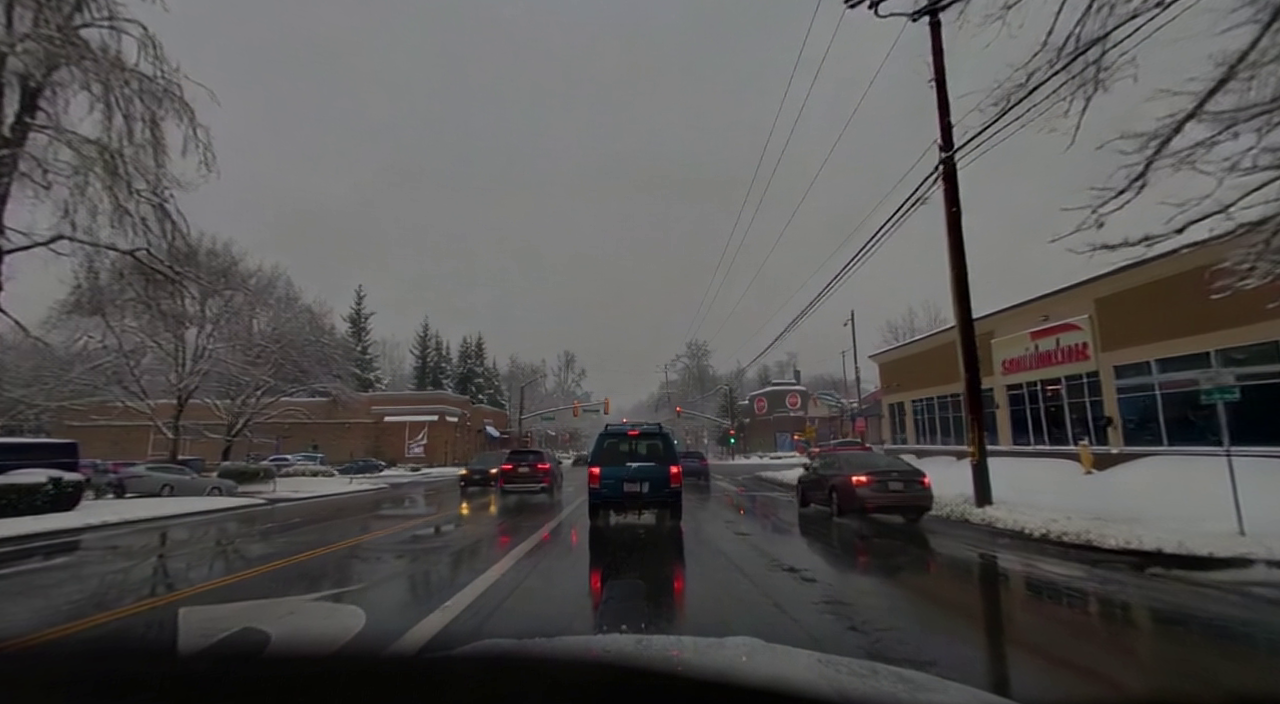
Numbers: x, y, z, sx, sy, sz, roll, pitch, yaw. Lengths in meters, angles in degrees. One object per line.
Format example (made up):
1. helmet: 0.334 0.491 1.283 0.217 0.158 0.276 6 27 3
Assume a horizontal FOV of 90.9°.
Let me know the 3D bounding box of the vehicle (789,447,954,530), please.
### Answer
1. vehicle: 5.048 3.008 14.653 1.994 1.545 4.919 0 -8 1

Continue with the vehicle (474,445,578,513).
1. vehicle: -2.940 3.361 17.293 1.975 1.570 4.456 0 -8 1

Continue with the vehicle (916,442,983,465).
1. vehicle: 21.517 7.045 43.973 1.889 1.496 4.092 2 -9 -15

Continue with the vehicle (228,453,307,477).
1. vehicle: -27.301 8.280 46.299 4.458 1.608 2.051 -1 -8 2

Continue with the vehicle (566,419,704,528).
1. vehicle: -0.108 2.735 14.845 2.638 2.065 5.313 0 -8 0

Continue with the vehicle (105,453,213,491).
1. vehicle: -26.283 6.524 34.739 2.123 1.820 5.136 0 -8 -4
